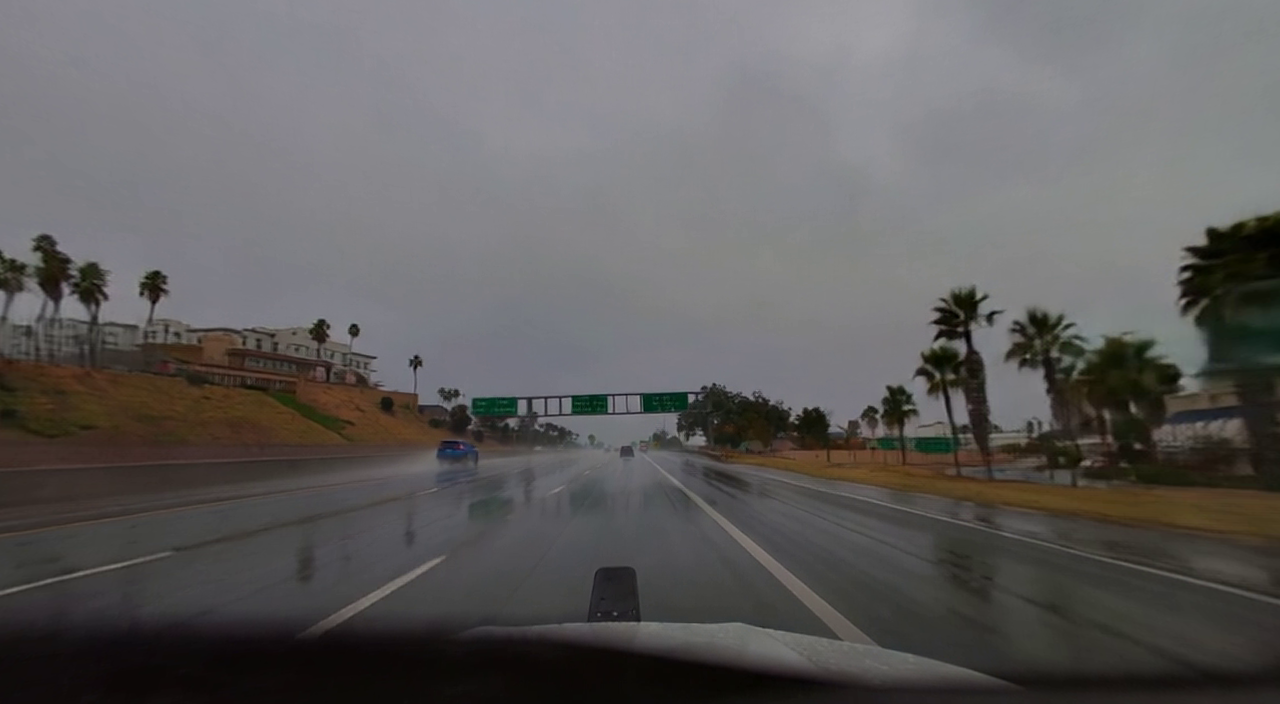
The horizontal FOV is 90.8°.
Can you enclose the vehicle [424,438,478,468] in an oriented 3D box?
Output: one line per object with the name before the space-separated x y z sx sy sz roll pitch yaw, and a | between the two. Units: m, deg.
vehicle | -11.848 6.345 39.975 2.016 1.754 4.543 0 -8 0
